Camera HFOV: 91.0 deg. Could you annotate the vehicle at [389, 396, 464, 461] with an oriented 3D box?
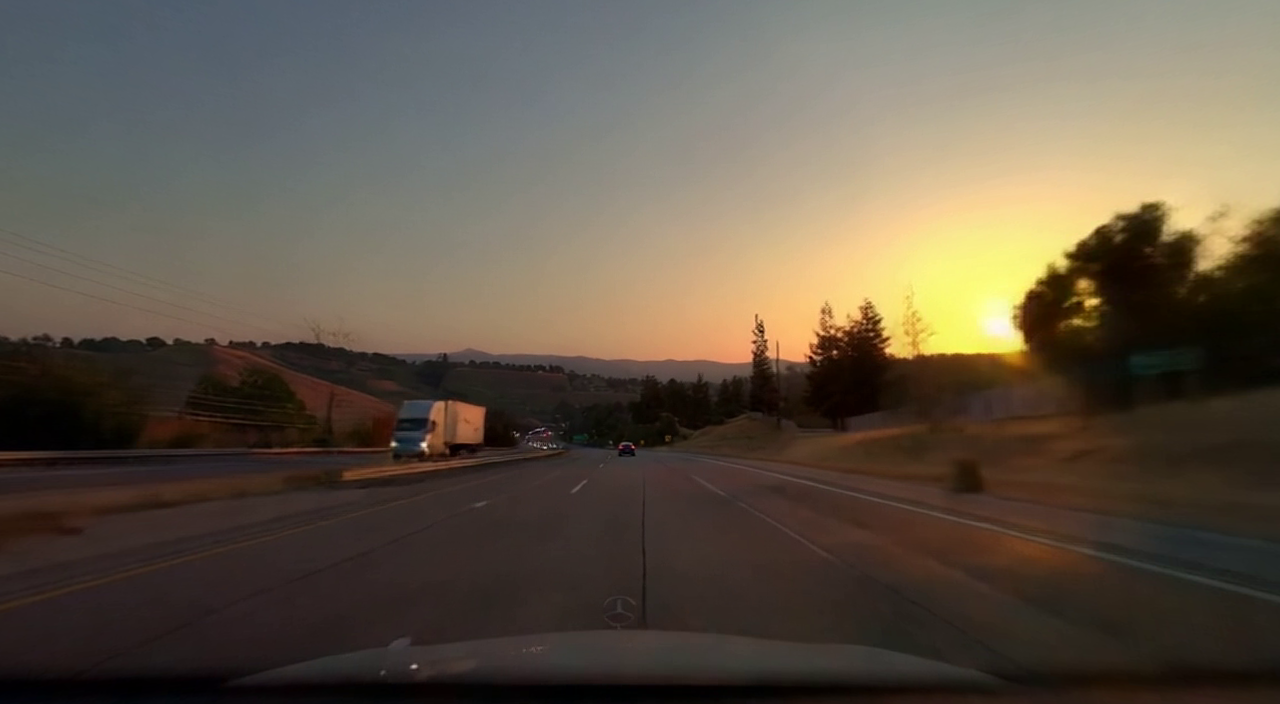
[{"bbox_3d":[-15.288,5.596,45.612,3.338,4.291,6.206,0,-8,-2],"label":"vehicle"}]
